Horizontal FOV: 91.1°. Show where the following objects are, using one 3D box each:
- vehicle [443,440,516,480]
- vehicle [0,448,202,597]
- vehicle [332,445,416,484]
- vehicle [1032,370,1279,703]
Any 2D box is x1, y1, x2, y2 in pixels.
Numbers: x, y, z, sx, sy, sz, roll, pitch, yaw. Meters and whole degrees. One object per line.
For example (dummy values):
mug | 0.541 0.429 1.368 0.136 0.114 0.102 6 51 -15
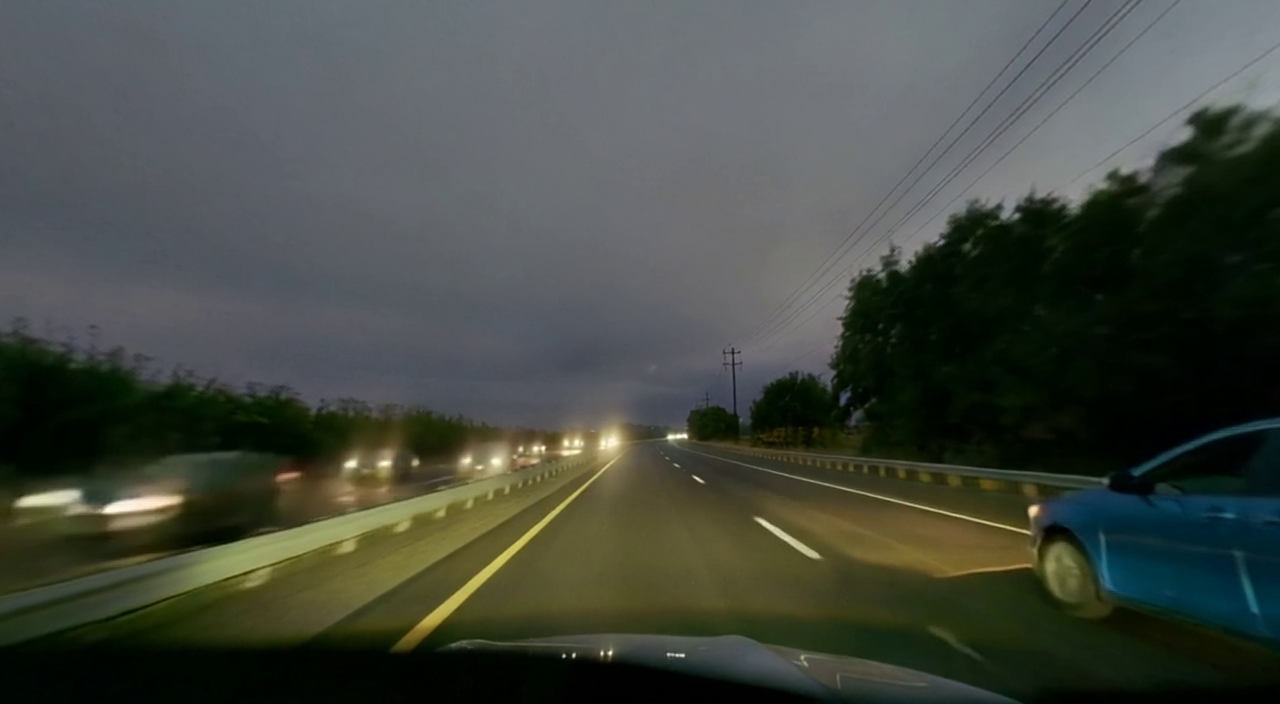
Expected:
vehicle | -6.953 4.706 27.696 2.091 1.587 4.158 0 -8 1
vehicle | -7.578 1.911 7.428 2.000 1.485 3.887 0 -8 -1
vehicle | -11.177 4.702 26.643 1.908 1.498 3.773 0 -8 0
vehicle | 3.733 0.798 2.226 2.032 1.562 4.029 0 -8 0
